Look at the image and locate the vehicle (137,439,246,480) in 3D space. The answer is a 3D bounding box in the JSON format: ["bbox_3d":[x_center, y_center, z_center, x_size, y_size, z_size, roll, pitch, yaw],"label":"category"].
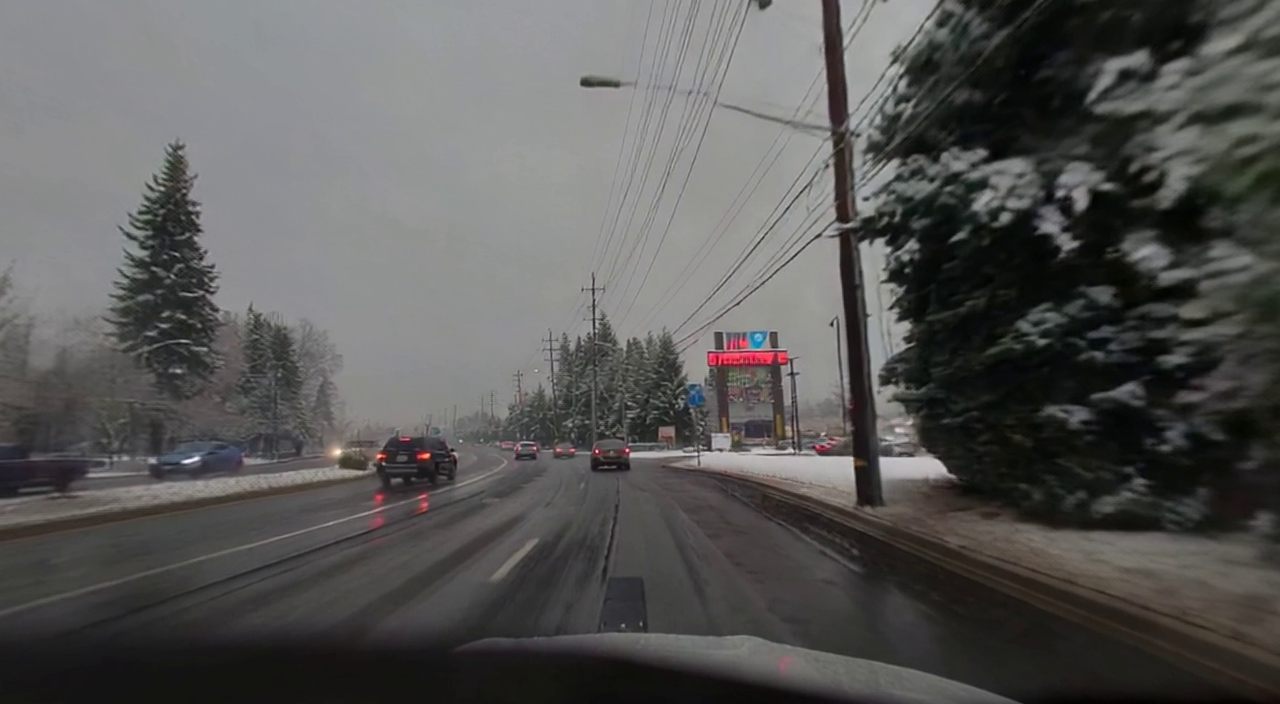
[{"bbox_3d":[-23.728,5.669,33.708,2.236,1.962,5.539,1,-8,-7],"label":"vehicle"}]

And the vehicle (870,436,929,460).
[{"bbox_3d":[16.963,6.287,41.512,1.795,1.485,4.601,0,-8,-2],"label":"vehicle"}]

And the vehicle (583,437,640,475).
[{"bbox_3d":[-1.331,4.471,27.325,2.130,1.476,4.453,1,-8,-7],"label":"vehicle"}]

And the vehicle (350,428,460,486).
[{"bbox_3d":[-7.762,3.510,21.385,2.195,1.752,4.515,0,-8,-3],"label":"vehicle"}]
